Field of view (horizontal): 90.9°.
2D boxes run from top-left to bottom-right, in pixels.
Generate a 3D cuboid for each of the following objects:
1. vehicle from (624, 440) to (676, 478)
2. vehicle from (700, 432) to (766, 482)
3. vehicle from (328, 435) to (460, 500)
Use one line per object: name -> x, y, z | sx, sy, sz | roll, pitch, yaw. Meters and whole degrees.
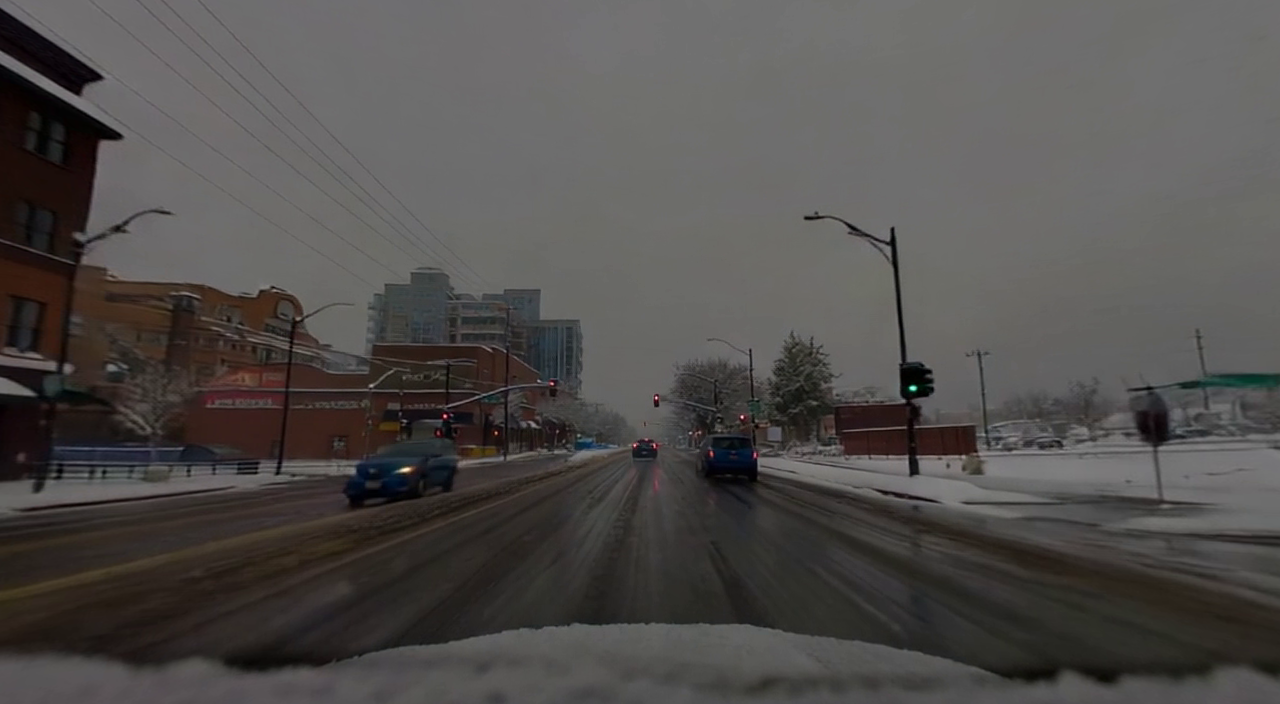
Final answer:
vehicle -> 0.449, 4.936, 29.293 | 2.245, 1.587, 4.094 | 0, -9, 0
vehicle -> 3.944, 4.572, 27.686 | 2.159, 1.938, 4.836 | 0, -9, 0
vehicle -> -7.083, 3.361, 18.718 | 2.200, 1.666, 4.126 | 0, -9, 1
